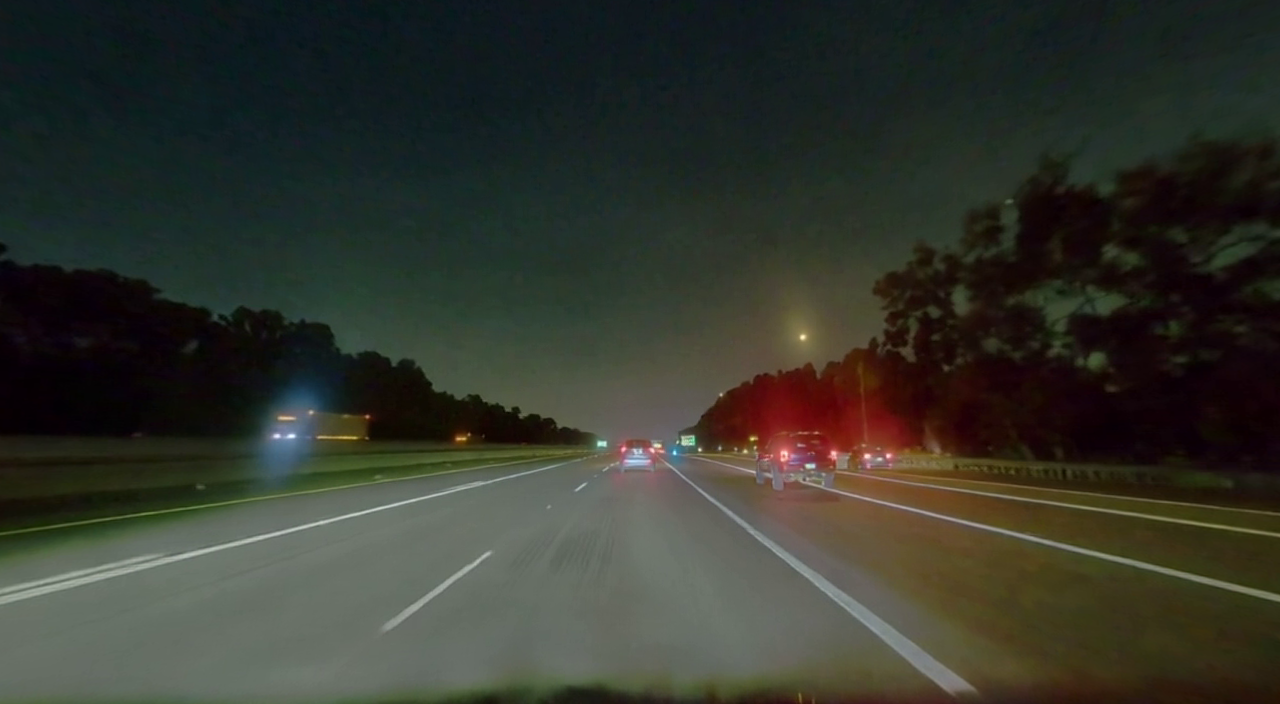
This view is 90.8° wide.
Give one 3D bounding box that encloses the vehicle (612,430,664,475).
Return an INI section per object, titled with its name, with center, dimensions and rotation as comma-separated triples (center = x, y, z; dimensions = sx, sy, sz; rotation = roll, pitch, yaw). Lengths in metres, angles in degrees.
[vehicle]
center = -0.095, 4.772, 30.204
dimensions = 2.269, 1.924, 4.596
rotation = 0, -8, 0
